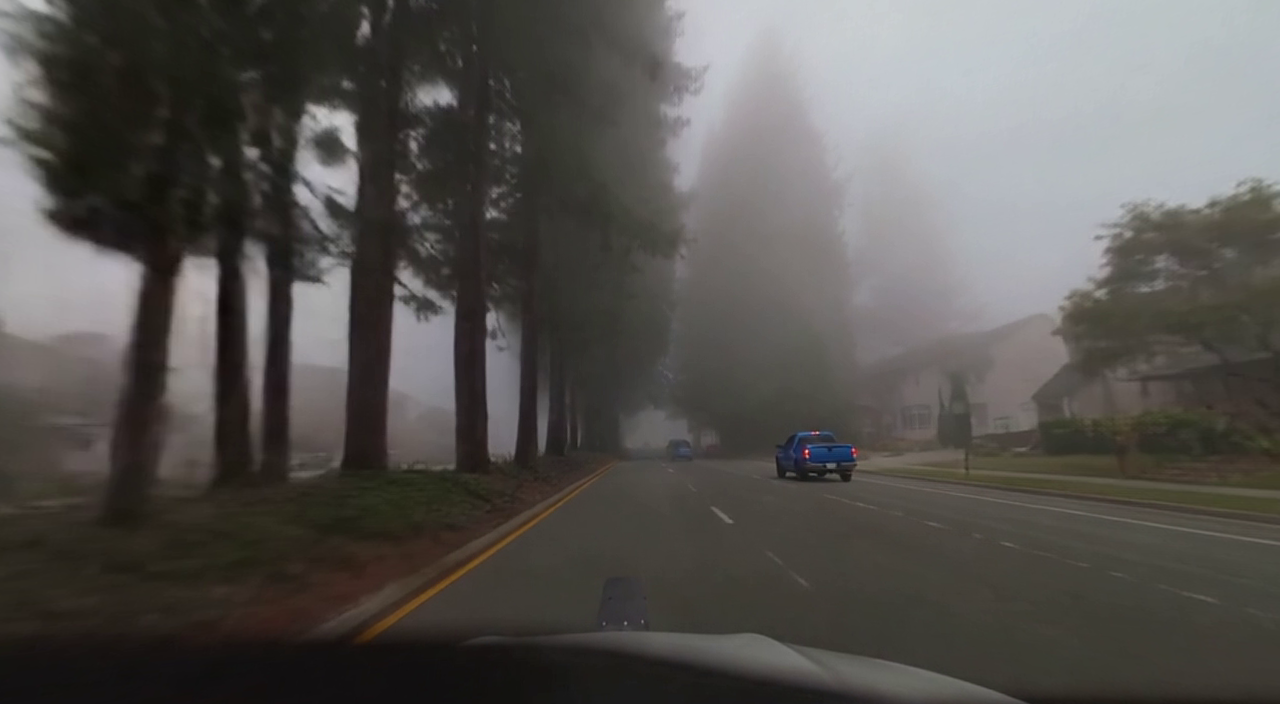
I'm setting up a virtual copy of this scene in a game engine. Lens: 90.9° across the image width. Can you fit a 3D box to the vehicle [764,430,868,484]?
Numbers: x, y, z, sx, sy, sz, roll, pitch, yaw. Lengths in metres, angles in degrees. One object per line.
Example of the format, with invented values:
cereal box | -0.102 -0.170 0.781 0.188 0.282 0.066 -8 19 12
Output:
vehicle | 6.481 3.954 24.088 2.262 1.769 5.666 0 -8 -1
